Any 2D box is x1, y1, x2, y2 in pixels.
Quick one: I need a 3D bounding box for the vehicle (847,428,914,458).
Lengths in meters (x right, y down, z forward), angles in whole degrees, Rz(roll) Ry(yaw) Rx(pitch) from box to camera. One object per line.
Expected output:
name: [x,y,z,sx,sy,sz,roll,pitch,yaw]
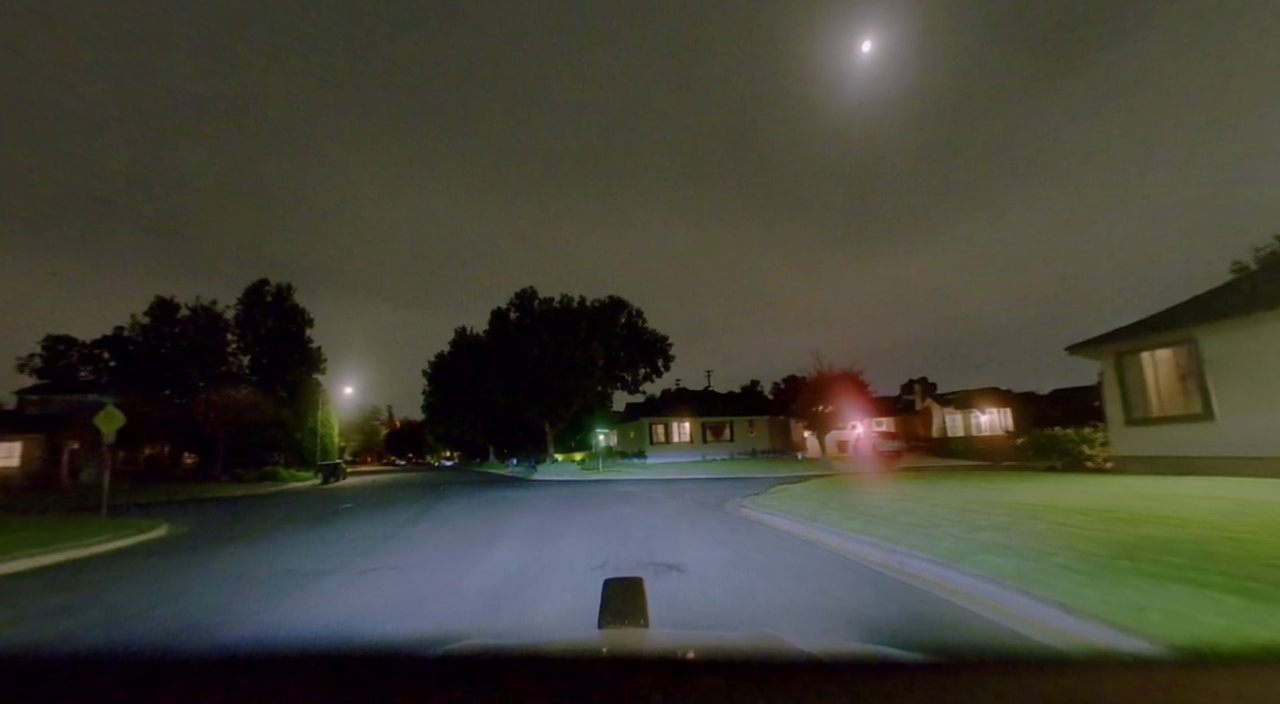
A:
vehicle: [15.360,5.879,40.644,1.992,1.813,5.079,0,-9,-4]
